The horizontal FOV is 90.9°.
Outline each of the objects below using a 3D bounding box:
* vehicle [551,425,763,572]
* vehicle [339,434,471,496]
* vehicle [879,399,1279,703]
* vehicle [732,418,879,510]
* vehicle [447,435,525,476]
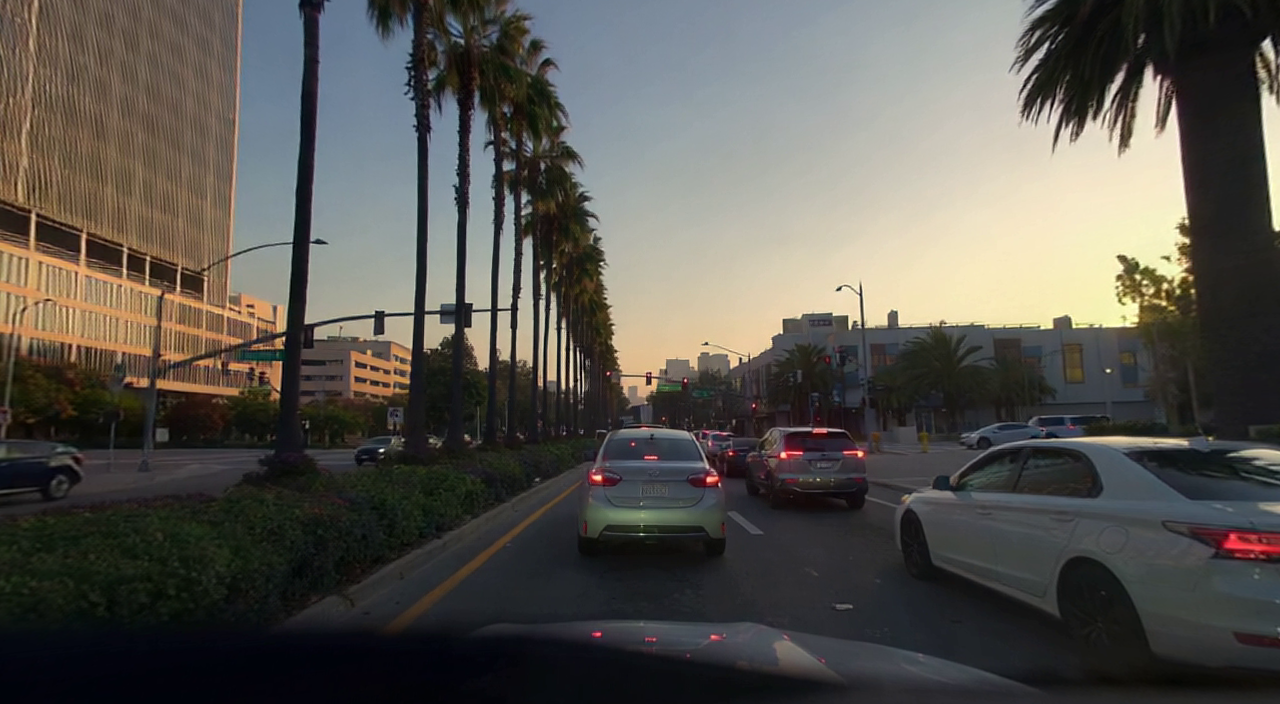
[{"bbox_3d":[0.183,1.788,8.463,2.140,1.474,4.026,0,-8,0],"label":"vehicle"},{"bbox_3d":[-6.250,3.046,17.363,1.900,1.487,4.165,0,-8,2],"label":"vehicle"},{"bbox_3d":[3.544,1.226,4.473,1.910,1.490,4.661,0,-8,1],"label":"vehicle"},{"bbox_3d":[3.505,2.467,14.305,2.169,1.751,4.276,0,-8,0],"label":"vehicle"},{"bbox_3d":[-6.034,4.098,25.225,1.822,1.456,4.396,-1,-8,2],"label":"vehicle"}]
